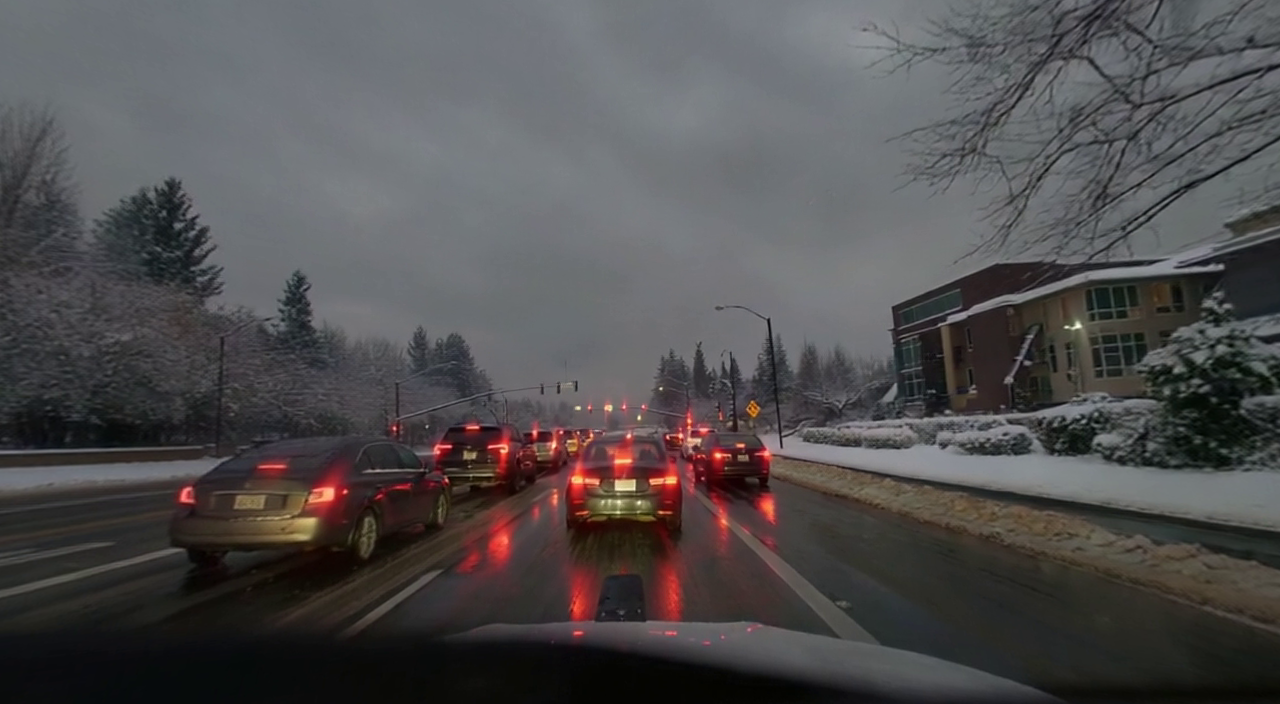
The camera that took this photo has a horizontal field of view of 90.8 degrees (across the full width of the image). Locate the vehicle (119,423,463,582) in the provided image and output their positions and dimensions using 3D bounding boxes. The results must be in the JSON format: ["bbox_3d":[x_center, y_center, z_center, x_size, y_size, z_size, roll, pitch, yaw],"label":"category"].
[{"bbox_3d":[-3.859,1.722,8.063,1.985,1.467,4.224,0,-8,0],"label":"vehicle"}]

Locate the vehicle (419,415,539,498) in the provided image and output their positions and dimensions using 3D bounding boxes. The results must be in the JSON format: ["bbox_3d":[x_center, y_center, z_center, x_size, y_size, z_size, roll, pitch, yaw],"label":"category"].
[{"bbox_3d":[-4.024,2.703,16.643,2.054,1.881,4.469,0,-8,-1],"label":"vehicle"}]

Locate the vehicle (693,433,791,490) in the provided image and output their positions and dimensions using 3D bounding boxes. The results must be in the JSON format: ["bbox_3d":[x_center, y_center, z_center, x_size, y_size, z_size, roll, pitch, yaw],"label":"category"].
[{"bbox_3d":[2.841,3.182,18.702,1.978,1.452,4.381,0,-8,-3],"label":"vehicle"}]

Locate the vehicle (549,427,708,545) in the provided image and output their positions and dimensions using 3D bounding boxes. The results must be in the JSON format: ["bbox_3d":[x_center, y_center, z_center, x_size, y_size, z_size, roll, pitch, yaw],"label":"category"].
[{"bbox_3d":[-0.215,2.002,10.111,2.007,1.467,4.059,0,-8,-2],"label":"vehicle"}]
